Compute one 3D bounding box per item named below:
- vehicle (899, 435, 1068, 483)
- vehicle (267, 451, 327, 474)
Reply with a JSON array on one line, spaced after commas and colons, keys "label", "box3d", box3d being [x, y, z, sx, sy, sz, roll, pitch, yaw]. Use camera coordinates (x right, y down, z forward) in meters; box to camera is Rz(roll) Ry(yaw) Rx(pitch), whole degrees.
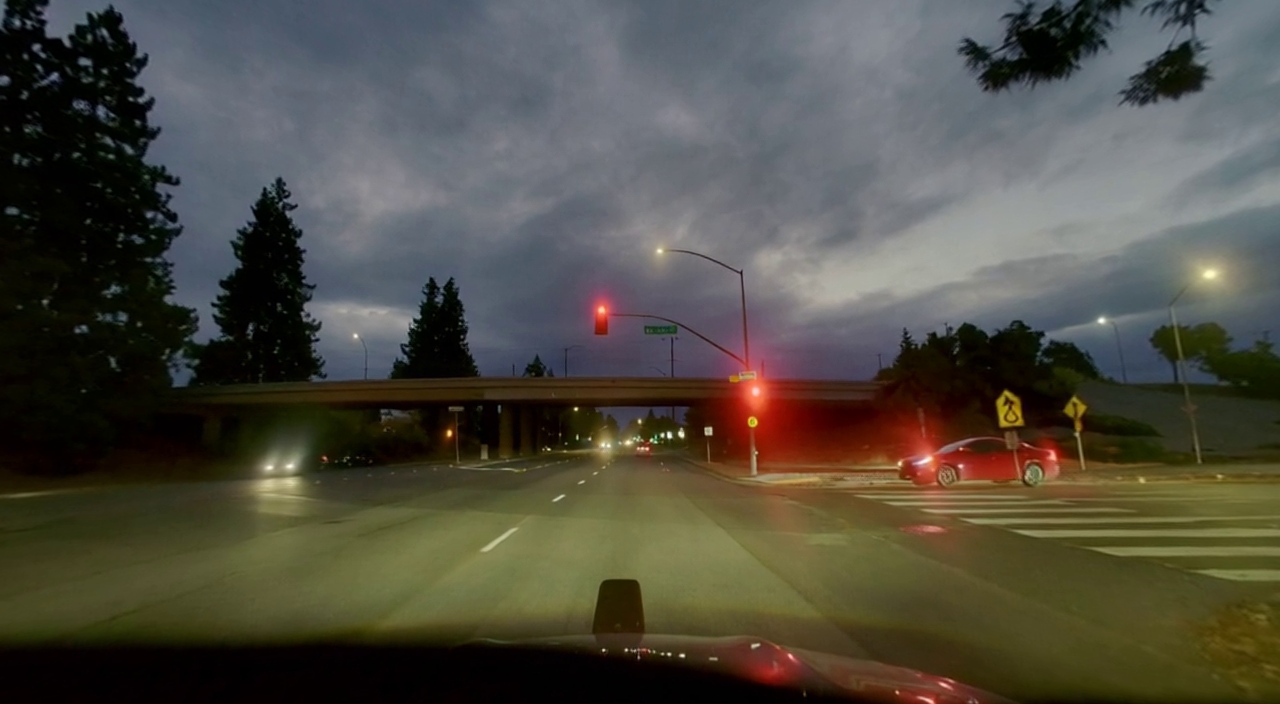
[{"label": "vehicle", "box3d": [11.359, 3.536, 21.063, 4.691, 1.466, 1.800, 1, -9, -7]}, {"label": "vehicle", "box3d": [-24.010, 7.725, 44.446, 1.834, 1.482, 4.310, 0, -9, -1]}]
